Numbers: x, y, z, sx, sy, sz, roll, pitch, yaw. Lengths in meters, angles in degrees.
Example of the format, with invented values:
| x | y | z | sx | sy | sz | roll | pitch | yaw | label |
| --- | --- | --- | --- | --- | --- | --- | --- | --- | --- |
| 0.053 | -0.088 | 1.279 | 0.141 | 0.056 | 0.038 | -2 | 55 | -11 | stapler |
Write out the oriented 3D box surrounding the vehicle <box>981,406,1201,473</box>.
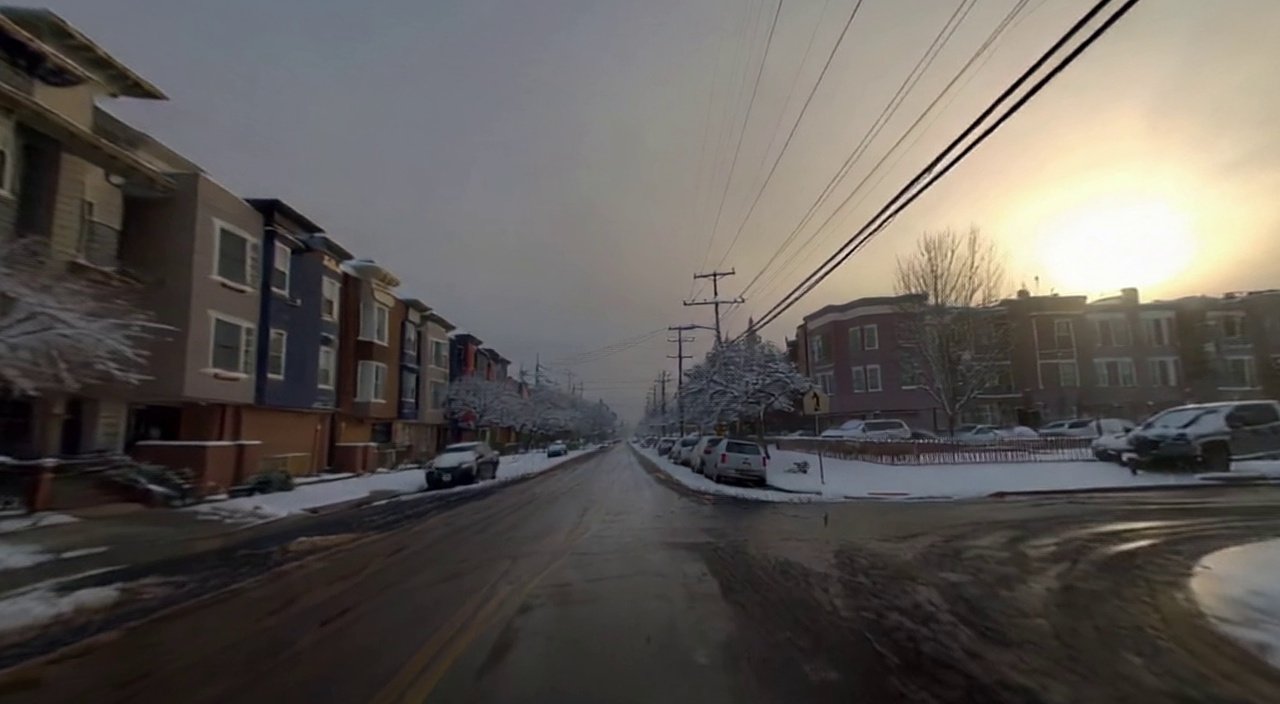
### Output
| x | y | z | sx | sy | sz | roll | pitch | yaw | label |
| --- | --- | --- | --- | --- | --- | --- | --- | --- | --- |
| 12.665 | 2.528 | 18.081 | 1.897 | 1.659 | 4.648 | 5 | -10 | -32 | vehicle |

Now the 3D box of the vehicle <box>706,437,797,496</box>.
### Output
| x | y | z | sx | sy | sz | roll | pitch | yaw | label |
| --- | --- | --- | --- | --- | --- | --- | --- | --- | --- |
| 3.236 | 3.399 | 19.103 | 1.914 | 1.591 | 3.892 | 0 | -8 | -2 | vehicle |

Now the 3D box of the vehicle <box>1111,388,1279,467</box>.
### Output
| x | y | z | sx | sy | sz | roll | pitch | yaw | label |
| --- | --- | --- | --- | --- | --- | --- | --- | --- | --- |
| 16.611 | 2.085 | 17.174 | 2.153 | 1.976 | 5.514 | 6 | -10 | -34 | vehicle |

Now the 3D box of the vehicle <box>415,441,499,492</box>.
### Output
| x | y | z | sx | sy | sz | roll | pitch | yaw | label |
| --- | --- | --- | --- | --- | --- | --- | --- | --- | --- |
| -6.567 | 4.113 | 23.160 | 1.913 | 1.672 | 4.267 | 0 | -8 | -1 | vehicle |

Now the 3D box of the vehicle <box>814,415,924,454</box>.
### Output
| x | y | z | sx | sy | sz | roll | pitch | yaw | label |
| --- | --- | --- | --- | --- | --- | --- | --- | --- | --- |
| 12.017 | 4.460 | 33.656 | 2.152 | 1.875 | 5.778 | 3 | -9 | -21 | vehicle |
